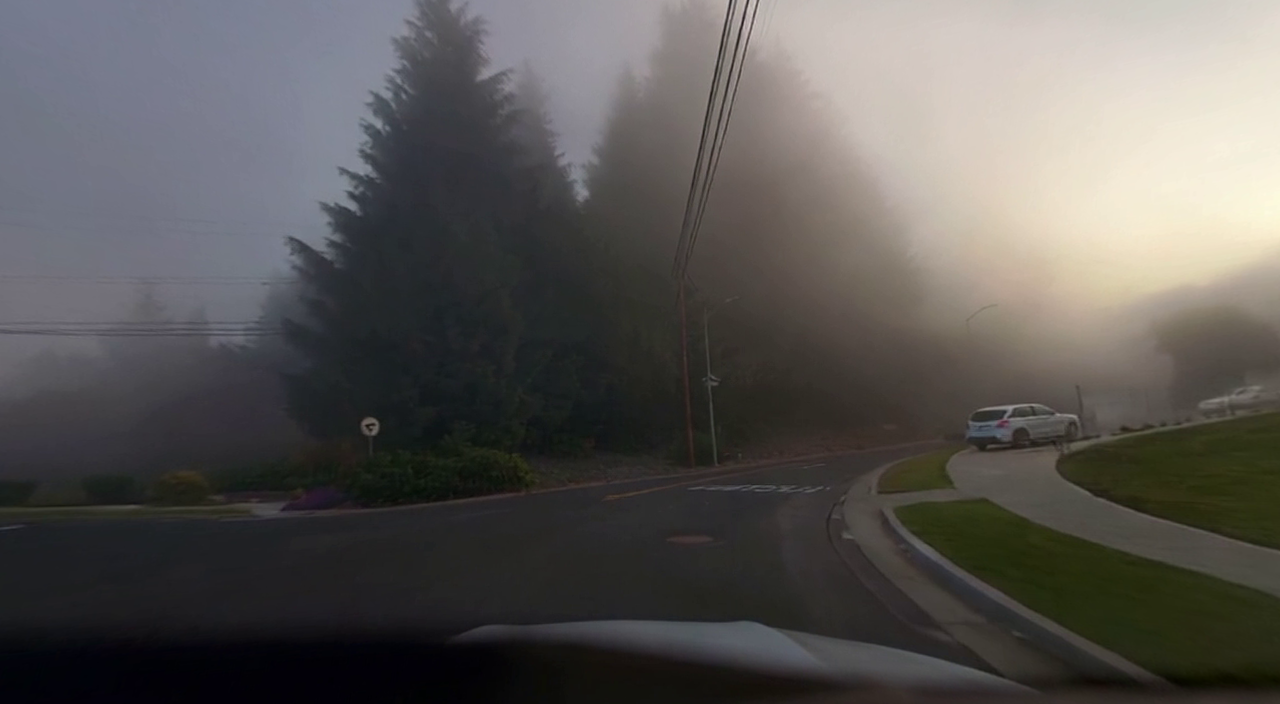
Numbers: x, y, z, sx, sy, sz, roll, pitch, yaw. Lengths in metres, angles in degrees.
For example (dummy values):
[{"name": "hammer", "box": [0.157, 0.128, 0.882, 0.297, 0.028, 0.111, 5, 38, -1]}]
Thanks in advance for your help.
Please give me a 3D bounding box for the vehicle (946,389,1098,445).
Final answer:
[{"name": "vehicle", "box": [16.053, 2.856, 26.774, 5.011, 2.014, 2.056, -9, -13, 42]}]
